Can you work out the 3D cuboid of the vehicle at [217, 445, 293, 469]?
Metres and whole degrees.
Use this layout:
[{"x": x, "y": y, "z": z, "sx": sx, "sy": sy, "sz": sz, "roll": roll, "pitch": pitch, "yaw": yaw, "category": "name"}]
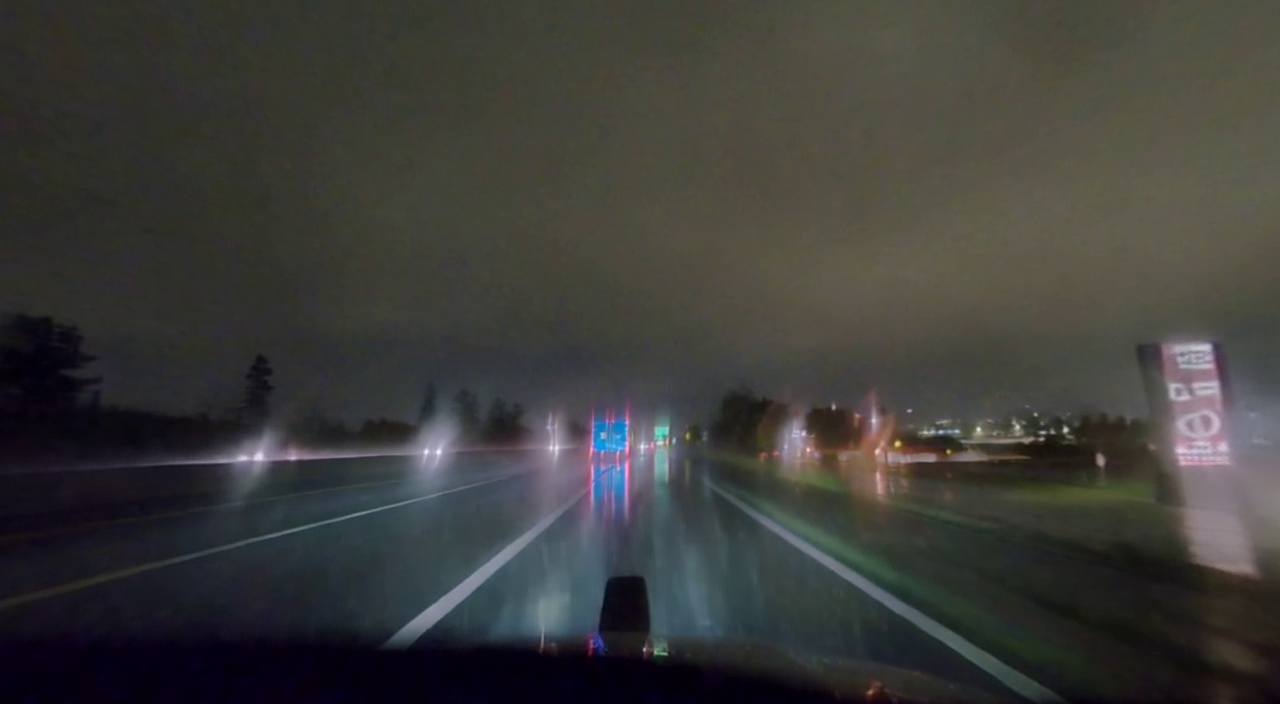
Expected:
[{"x": -26.071, "y": 7.092, "z": 42.904, "sx": 1.866, "sy": 1.493, "sz": 5.057, "roll": 0, "pitch": -8, "yaw": 1, "category": "vehicle"}]
